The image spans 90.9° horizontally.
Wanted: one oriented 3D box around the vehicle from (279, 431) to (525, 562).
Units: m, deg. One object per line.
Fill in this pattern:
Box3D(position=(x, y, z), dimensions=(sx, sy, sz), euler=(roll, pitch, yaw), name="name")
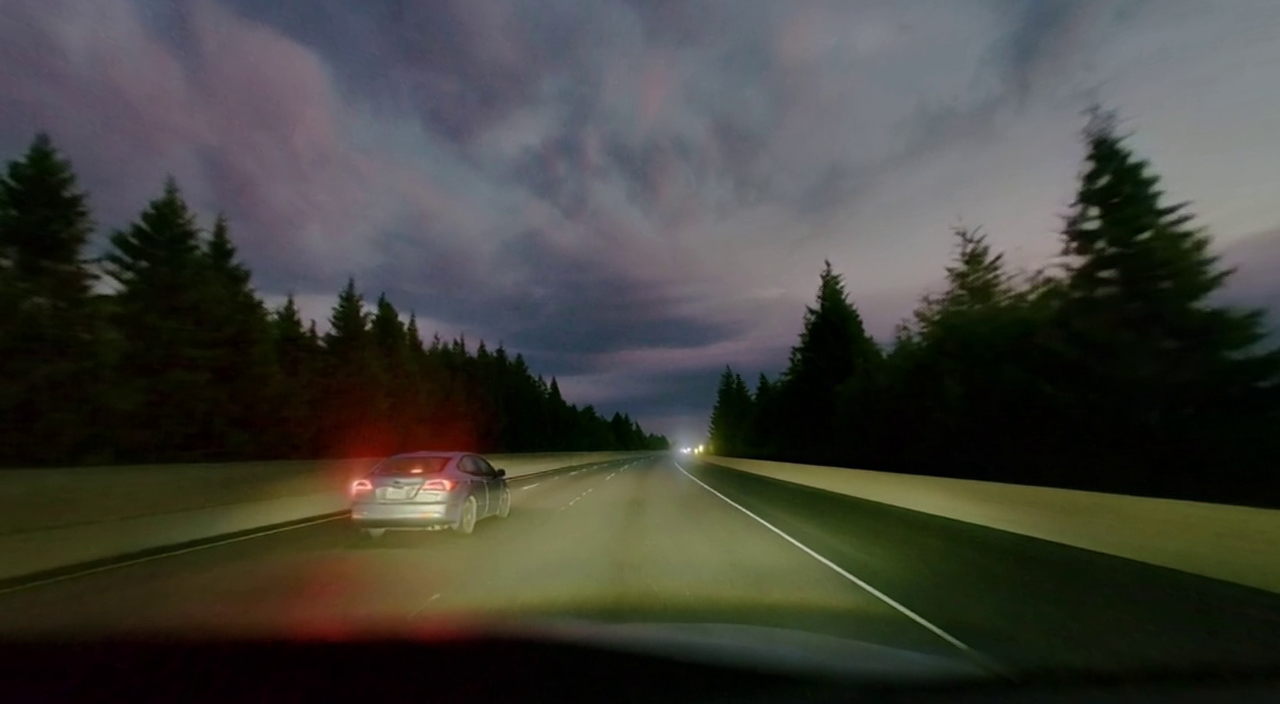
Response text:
Box3D(position=(-3.105, 1.976, 9.314), dimensions=(1.934, 1.486, 4.115), euler=(0, -9, 1), name="vehicle")
